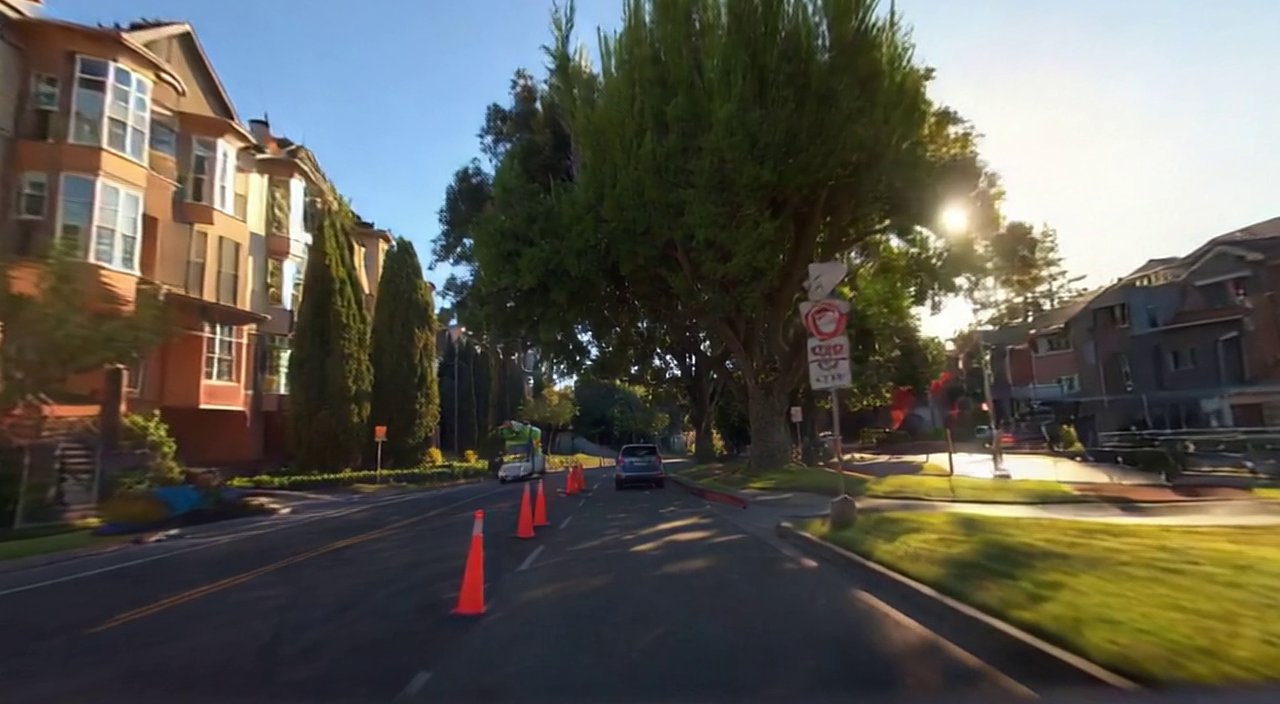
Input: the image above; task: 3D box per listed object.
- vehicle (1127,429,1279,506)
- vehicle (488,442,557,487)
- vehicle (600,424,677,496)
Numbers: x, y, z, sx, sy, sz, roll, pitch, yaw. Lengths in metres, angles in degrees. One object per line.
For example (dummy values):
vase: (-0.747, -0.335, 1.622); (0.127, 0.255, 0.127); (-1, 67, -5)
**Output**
vehicle: (13.169, 2.336, 12.957); (4.567, 1.448, 1.890); (-1, -9, 8)
vehicle: (-6.096, 5.898, 33.585); (2.502, 2.163, 5.833); (0, -9, 0)
vehicle: (-0.064, 3.445, 20.480); (2.169, 2.015, 5.206); (0, -9, 0)
